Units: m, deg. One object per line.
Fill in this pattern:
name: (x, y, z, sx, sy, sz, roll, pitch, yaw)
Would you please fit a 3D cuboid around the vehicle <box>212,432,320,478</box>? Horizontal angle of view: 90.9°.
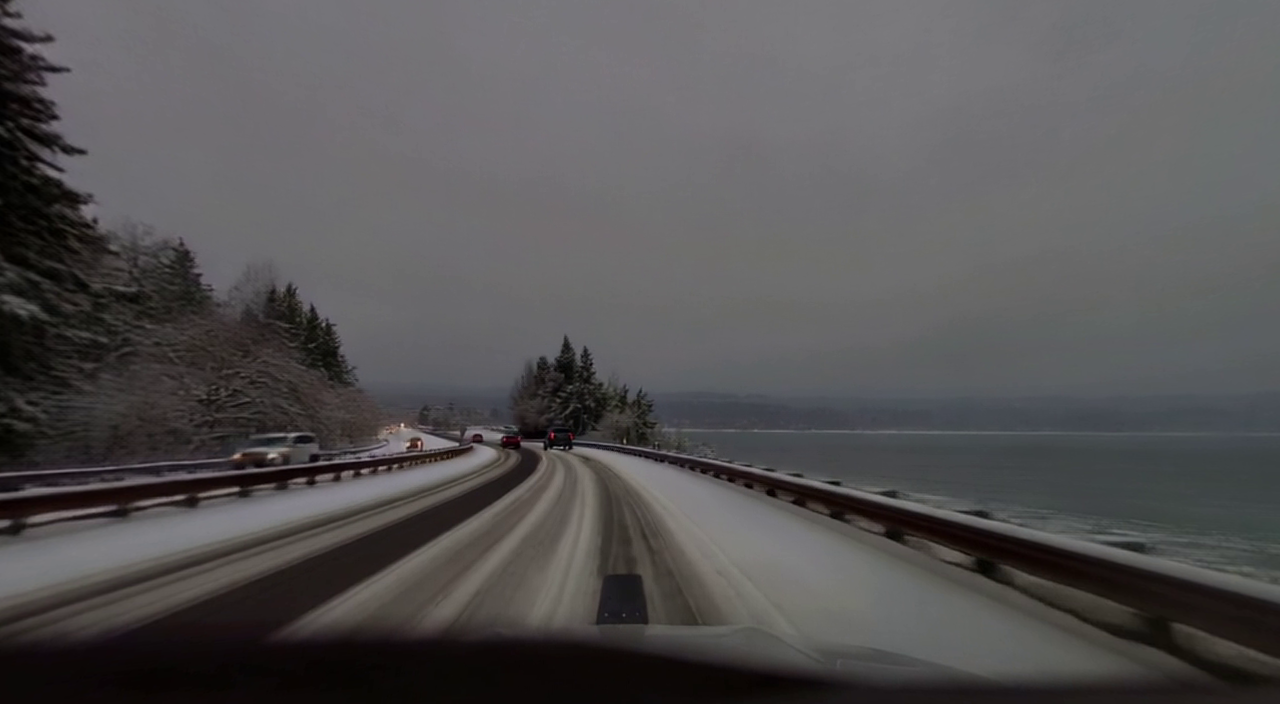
vehicle: (-15.912, 4.394, 27.159, 2.276, 1.759, 4.462, 1, -8, -7)
